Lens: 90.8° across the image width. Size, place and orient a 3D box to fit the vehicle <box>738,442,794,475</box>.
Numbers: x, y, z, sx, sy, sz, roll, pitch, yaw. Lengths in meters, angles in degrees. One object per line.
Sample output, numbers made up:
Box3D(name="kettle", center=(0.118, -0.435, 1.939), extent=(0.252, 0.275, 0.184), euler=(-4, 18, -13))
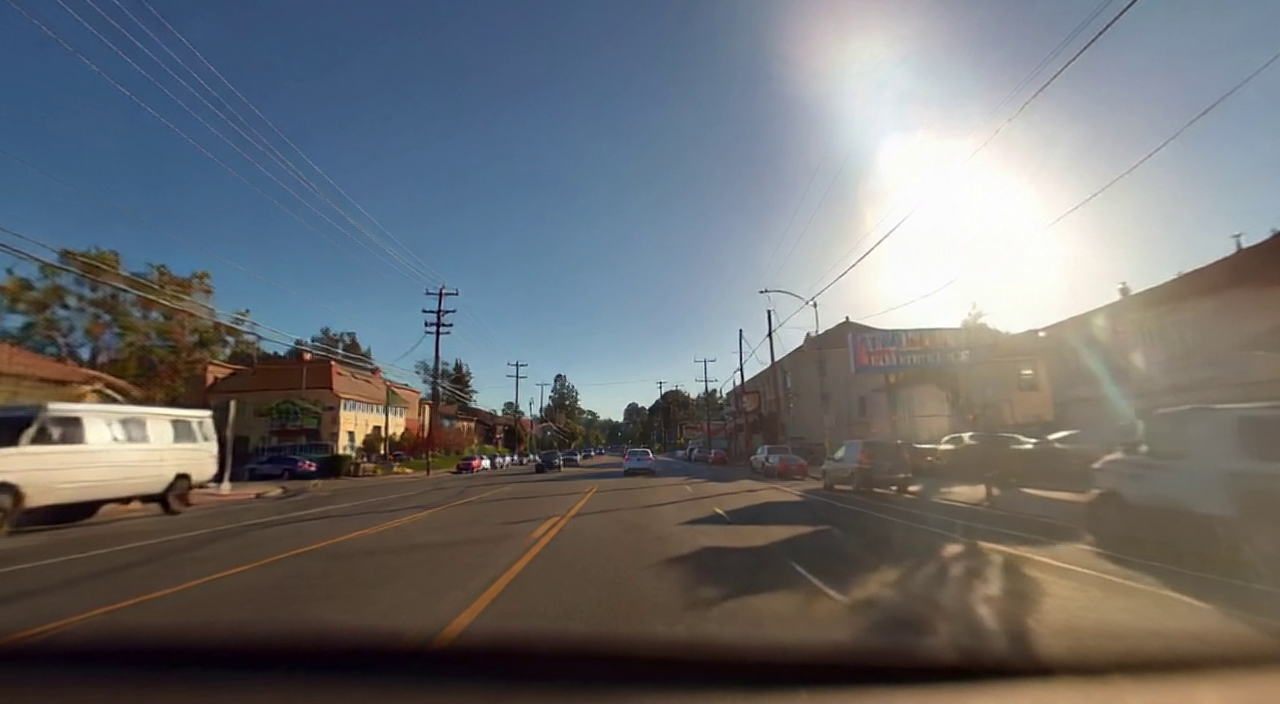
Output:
Box3D(name="vehicle", center=(7.640, 6.508, 38.950), extent=(2.188, 1.903, 5.324), euler=(0, -8, -2))

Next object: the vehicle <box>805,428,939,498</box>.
Box3D(name="vehicle", center=(7.633, 3.721, 21.684), extent=(2.370, 2.022, 5.918), euler=(0, -8, 0))

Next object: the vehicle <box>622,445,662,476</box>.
Box3D(name="vehicle", center=(0.070, 5.942, 34.839), extent=(2.067, 1.547, 4.513), euler=(0, -8, -1))

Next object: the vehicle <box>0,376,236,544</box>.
Box3D(name="vehicle", center=(-14.207, 2.688, 16.175), extent=(2.865, 3.346, 7.163), euler=(0, -8, 0))

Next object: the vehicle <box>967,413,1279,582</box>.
Box3D(name="vehicle", center=(7.909, 2.074, 10.118), extent=(2.188, 1.897, 5.794), euler=(0, -8, 0))

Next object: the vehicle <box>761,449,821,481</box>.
Box3D(name="vehicle", center=(7.719, 5.796, 32.680), extent=(1.833, 1.475, 4.648), euler=(0, -8, -2))

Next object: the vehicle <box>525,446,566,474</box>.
Box3D(name="vehicle", center=(-6.231, 7.139, 42.046), extent=(2.096, 1.702, 4.244), euler=(0, -8, 0))
